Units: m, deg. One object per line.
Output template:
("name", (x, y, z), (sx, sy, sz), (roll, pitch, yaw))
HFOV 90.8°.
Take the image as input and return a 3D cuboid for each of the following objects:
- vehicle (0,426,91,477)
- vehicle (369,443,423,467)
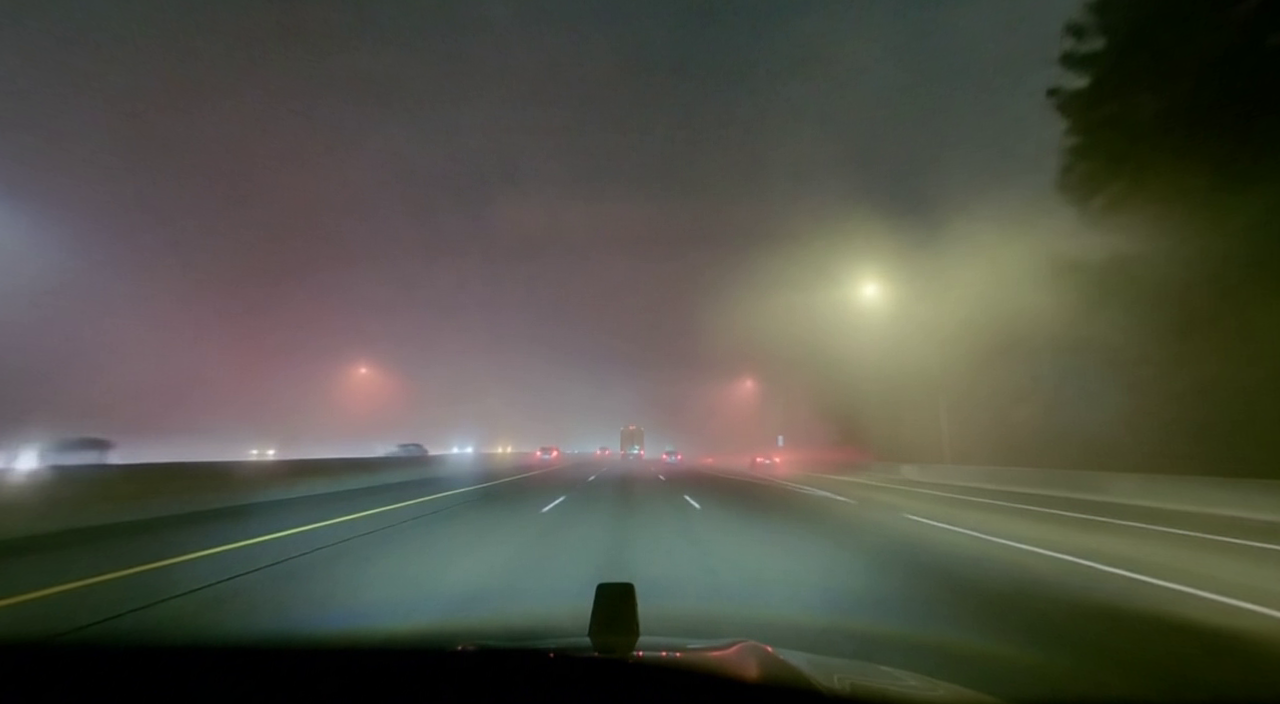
("vehicle", (-22.798, 3.557, 22.567), (1.982, 1.703, 4.855), (0, -9, 0))
("vehicle", (-15.768, 6.682, 41.069), (1.877, 1.467, 4.044), (0, -9, 0))
